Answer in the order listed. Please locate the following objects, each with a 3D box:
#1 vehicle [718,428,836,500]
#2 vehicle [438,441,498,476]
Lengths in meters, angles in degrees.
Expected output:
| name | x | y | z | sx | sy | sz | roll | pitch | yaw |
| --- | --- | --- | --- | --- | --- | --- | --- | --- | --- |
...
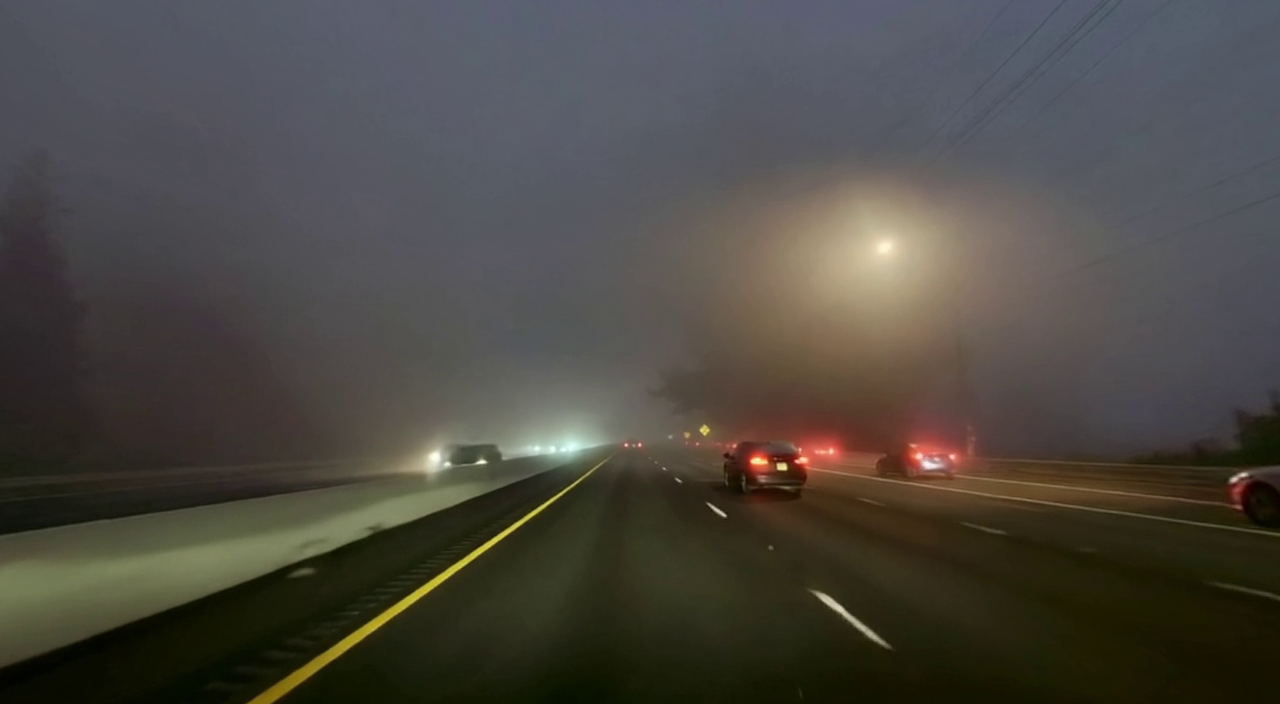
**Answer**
| name | x | y | z | sx | sy | sz | roll | pitch | yaw |
| --- | --- | --- | --- | --- | --- | --- | --- | --- | --- |
| vehicle | 3.366 | 2.844 | 16.401 | 2.018 | 1.600 | 4.121 | 0 | -9 | -2 |
| vehicle | -8.078 | 4.997 | 30.038 | 1.787 | 1.527 | 3.878 | 0 | -8 | 0 |
